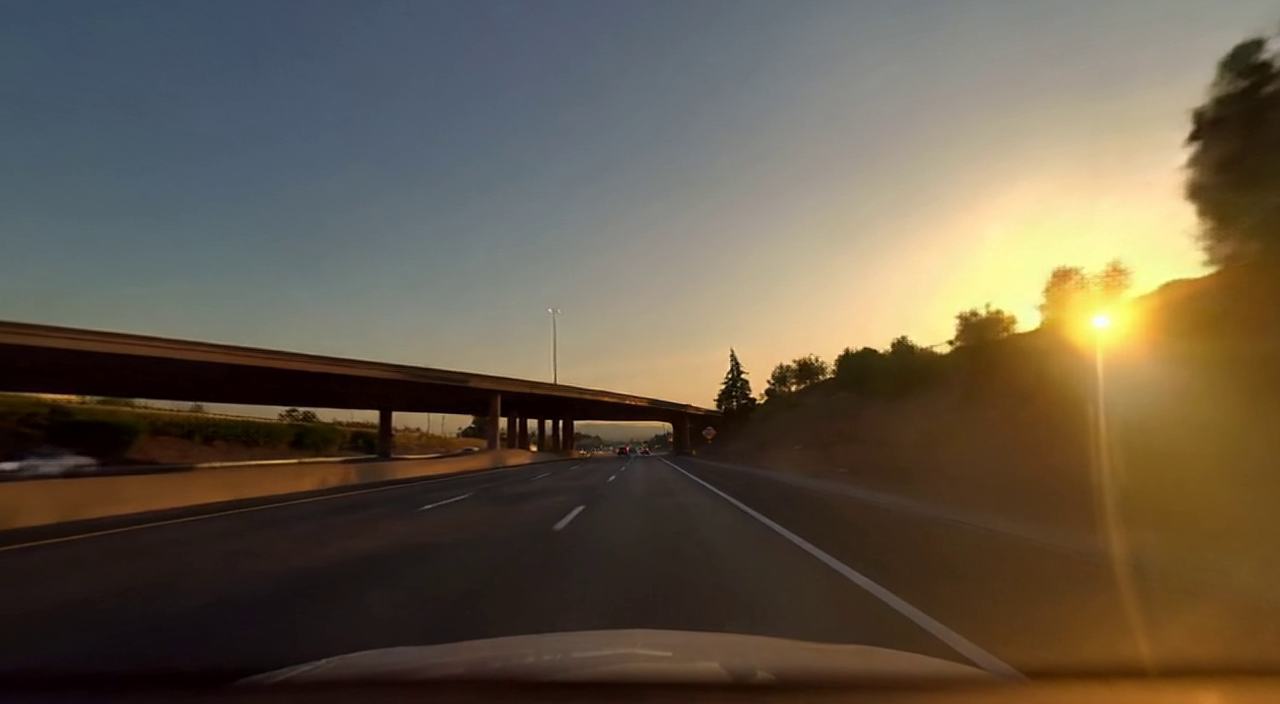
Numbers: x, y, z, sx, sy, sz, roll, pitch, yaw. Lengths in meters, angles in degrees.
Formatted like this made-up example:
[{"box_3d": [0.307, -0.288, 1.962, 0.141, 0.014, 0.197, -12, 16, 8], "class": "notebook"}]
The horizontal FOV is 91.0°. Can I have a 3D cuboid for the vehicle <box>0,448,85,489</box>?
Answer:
[{"box_3d": [-31.088, 5.777, 31.487, 2.071, 1.866, 4.912, 0, -9, 0], "class": "vehicle"}]
